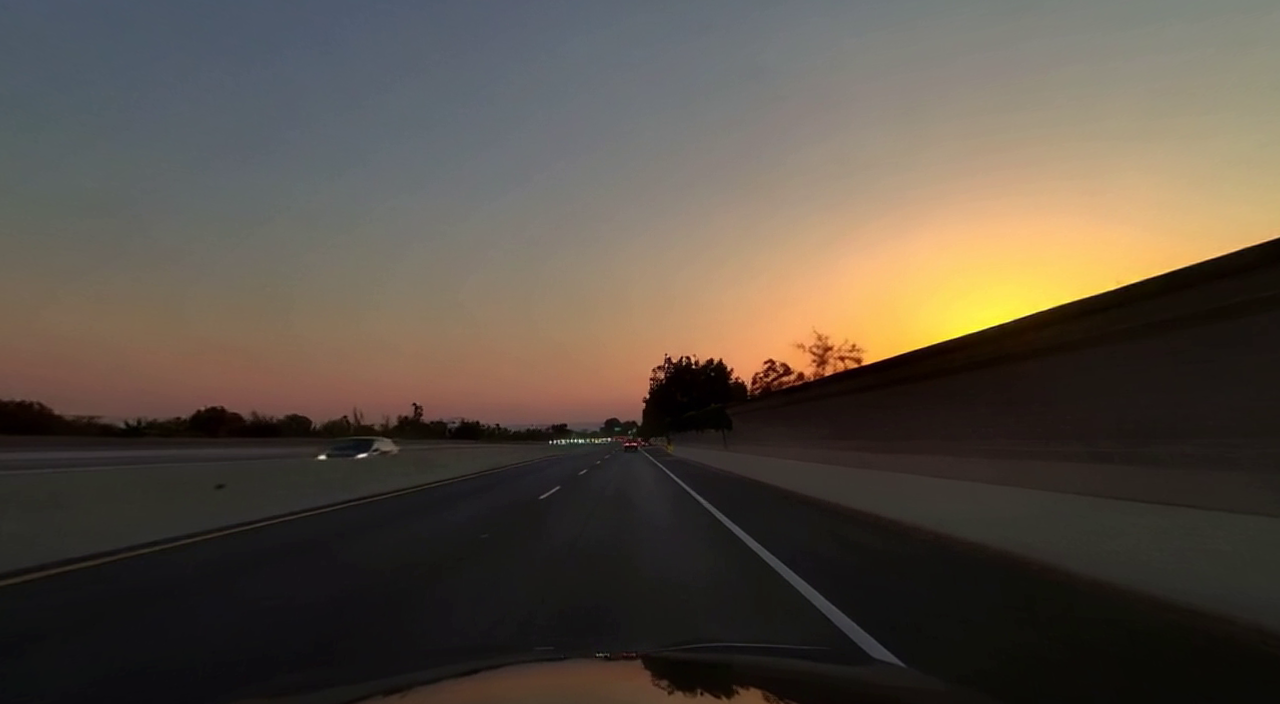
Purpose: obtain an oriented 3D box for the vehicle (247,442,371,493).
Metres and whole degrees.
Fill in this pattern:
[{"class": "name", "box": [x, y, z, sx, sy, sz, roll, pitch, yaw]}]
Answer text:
[{"class": "vehicle", "box": [-10.631, 3.690, 20.577, 1.837, 1.448, 4.088, 0, -8, 0]}]
